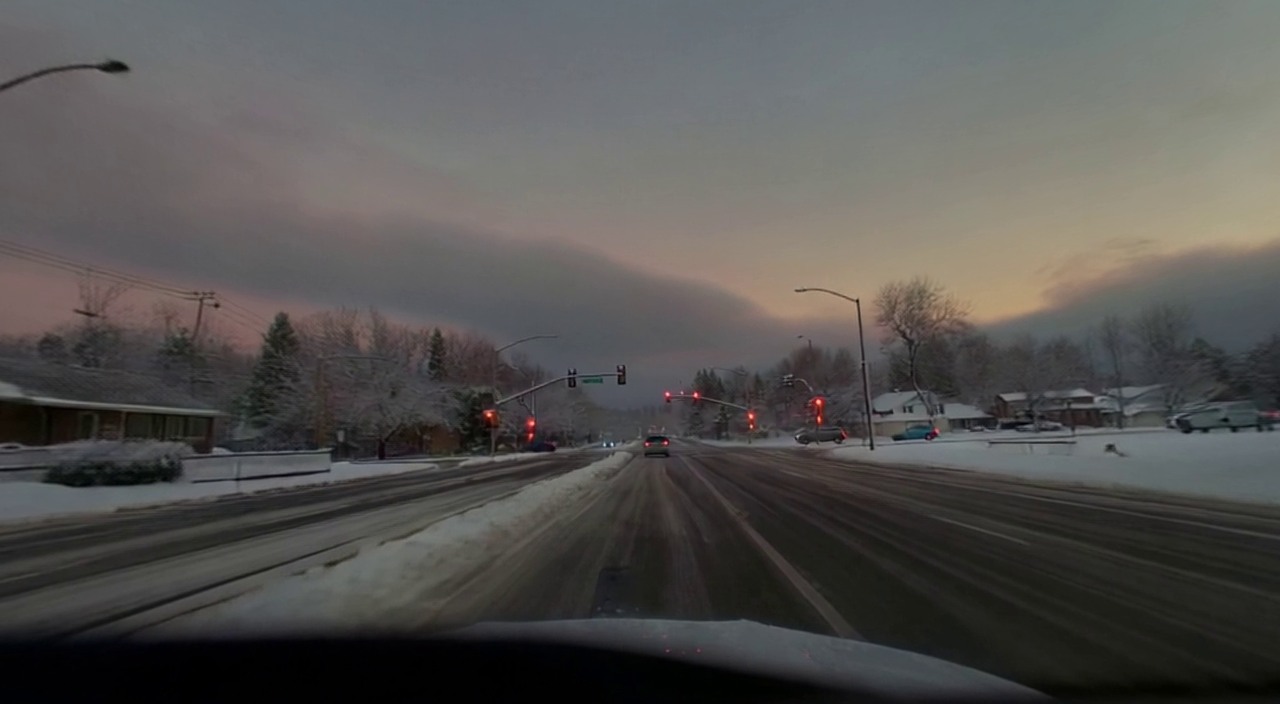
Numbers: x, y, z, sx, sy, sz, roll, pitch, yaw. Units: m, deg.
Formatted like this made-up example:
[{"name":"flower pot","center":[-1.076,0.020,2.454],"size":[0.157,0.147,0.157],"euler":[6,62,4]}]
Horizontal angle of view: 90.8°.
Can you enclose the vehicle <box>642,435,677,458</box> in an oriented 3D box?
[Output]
[{"name":"vehicle","center":[1.498,6.987,46.603],"size":[2.074,1.570,3.647],"euler":[0,-8,9]}]
